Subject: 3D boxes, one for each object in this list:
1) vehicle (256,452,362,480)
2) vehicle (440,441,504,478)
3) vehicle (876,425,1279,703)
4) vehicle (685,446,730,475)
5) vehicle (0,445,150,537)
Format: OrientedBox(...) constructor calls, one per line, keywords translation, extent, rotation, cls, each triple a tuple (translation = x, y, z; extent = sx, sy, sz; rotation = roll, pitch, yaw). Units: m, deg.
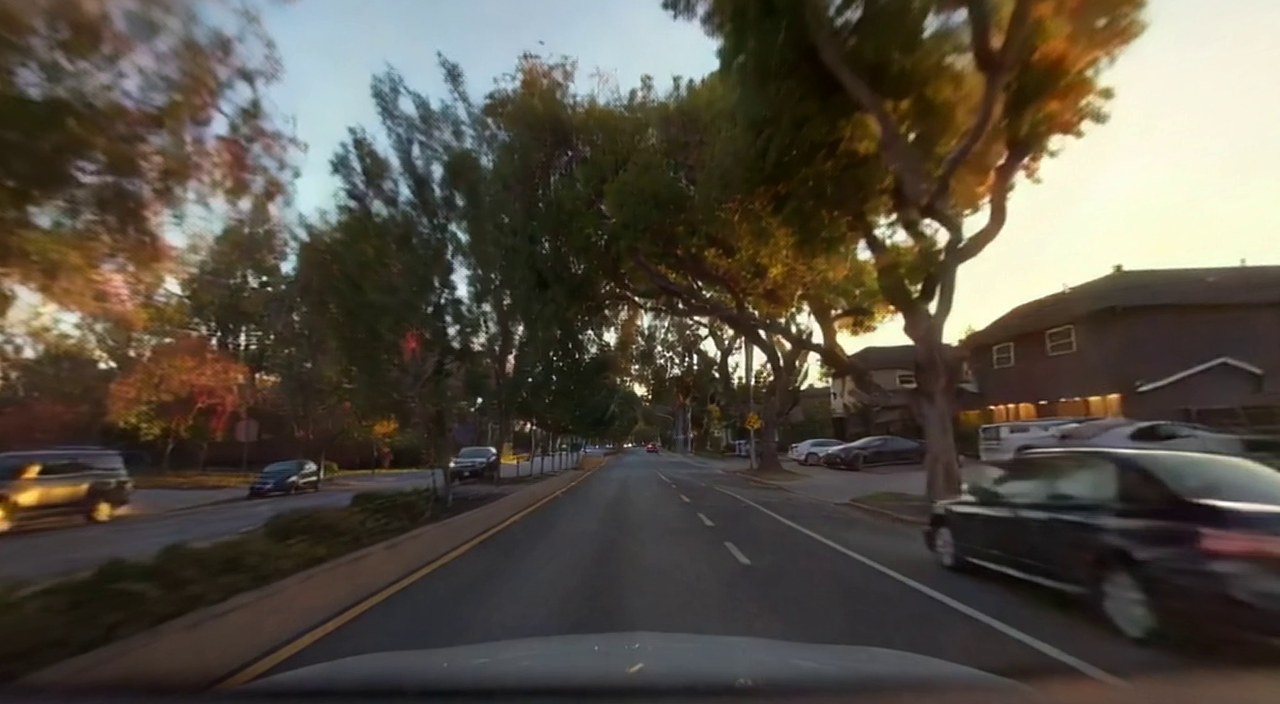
OrientedBox(translation=(-18.824, 6.468, 36.094), extent=(4.880, 1.500, 1.965), rotation=(0, -8, -2), cls="vehicle")
OrientedBox(translation=(-8.585, 5.508, 32.768), extent=(2.041, 1.760, 4.522), rotation=(0, -8, 1), cls="vehicle")
OrientedBox(translation=(4.045, 1.437, 5.570), extent=(1.946, 1.431, 4.695), rotation=(0, -8, -2), cls="vehicle")
OrientedBox(translation=(3.716, 6.058, 35.683), extent=(1.991, 1.500, 4.562), rotation=(0, -8, -1), cls="vehicle")
OrientedBox(translation=(-13.029, 2.900, 13.361), extent=(1.978, 1.706, 4.310), rotation=(-3, -8, -1), cls="vehicle")
